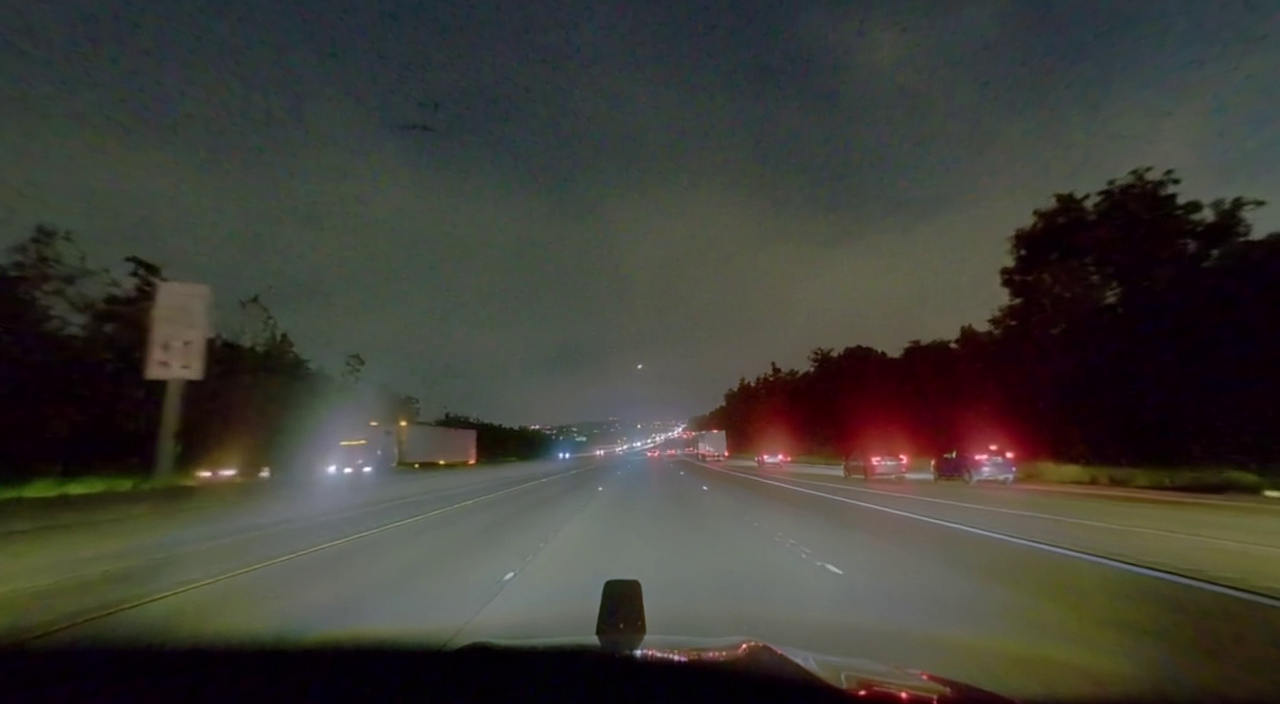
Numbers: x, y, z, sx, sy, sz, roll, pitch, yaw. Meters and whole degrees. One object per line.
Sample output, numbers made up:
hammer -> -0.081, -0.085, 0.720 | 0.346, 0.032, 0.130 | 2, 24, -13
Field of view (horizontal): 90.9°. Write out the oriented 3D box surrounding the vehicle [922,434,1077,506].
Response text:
vehicle -> 10.157, 3.340, 18.200 | 2.038, 1.823, 3.744 | 1, -9, -4

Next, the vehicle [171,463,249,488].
vehicle -> -27.989, 8.043, 41.220 | 2.002, 1.460, 4.306 | 0, -9, 1

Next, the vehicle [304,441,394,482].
vehicle -> -16.113, 6.099, 35.245 | 2.541, 2.093, 4.941 | 0, -9, 1
